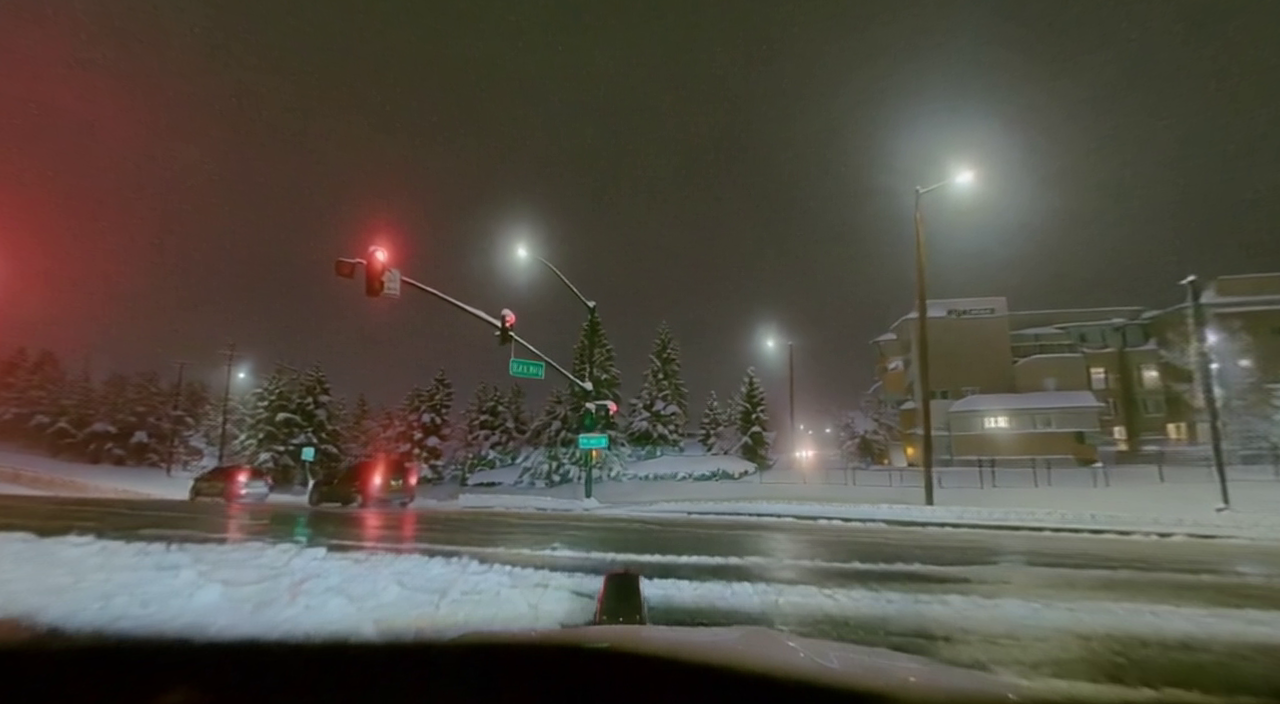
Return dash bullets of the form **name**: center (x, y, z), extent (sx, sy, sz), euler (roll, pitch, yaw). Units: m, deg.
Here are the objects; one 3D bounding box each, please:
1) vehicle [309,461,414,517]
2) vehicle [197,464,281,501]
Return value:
- **vehicle**: center (-9.357, 4.482, 21.073), extent (2.048, 1.516, 3.874), euler (7, -11, -40)
- **vehicle**: center (-19.911, 6.417, 31.354), extent (3.852, 1.605, 2.007), euler (-6, -10, 33)
